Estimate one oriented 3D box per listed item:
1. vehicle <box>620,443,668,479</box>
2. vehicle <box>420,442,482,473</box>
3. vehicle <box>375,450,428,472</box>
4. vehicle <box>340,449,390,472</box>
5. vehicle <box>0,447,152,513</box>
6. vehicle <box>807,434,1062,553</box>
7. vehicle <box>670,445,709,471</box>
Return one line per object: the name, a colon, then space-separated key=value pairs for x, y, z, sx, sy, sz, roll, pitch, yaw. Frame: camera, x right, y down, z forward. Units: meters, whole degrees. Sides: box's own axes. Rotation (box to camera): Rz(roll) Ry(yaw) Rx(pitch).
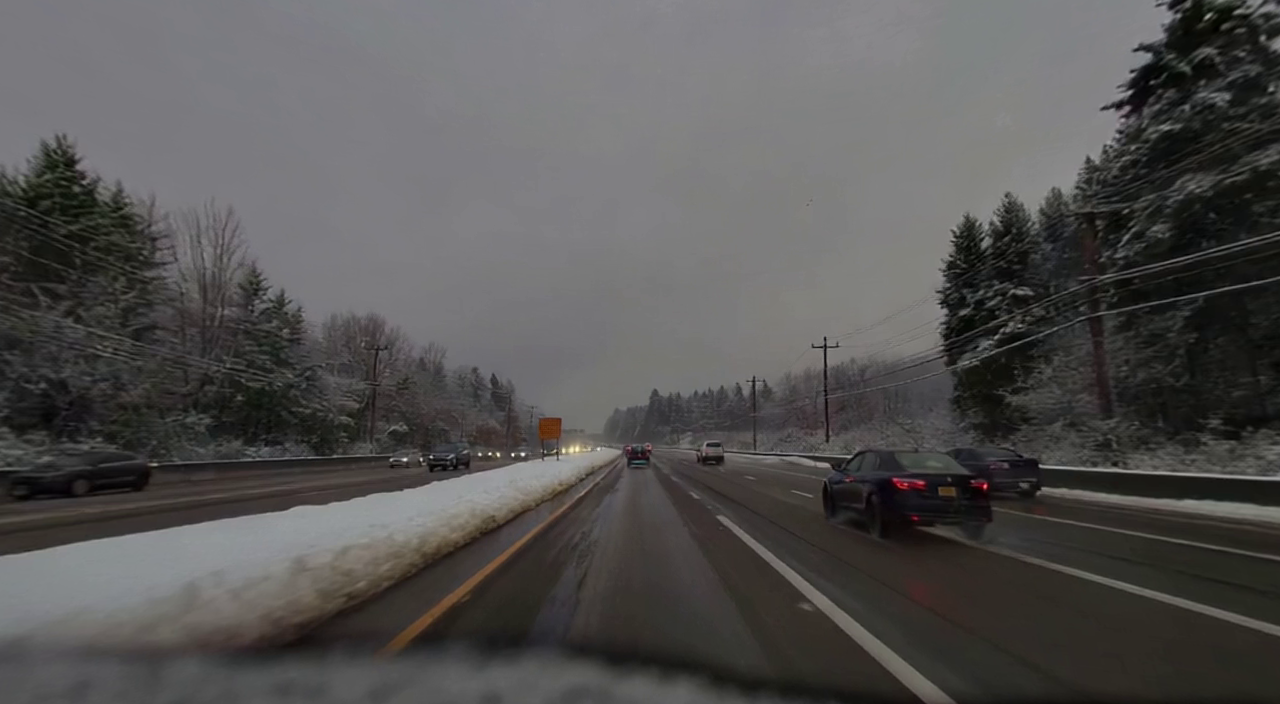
vehicle: x=0.103 y=4.842 z=28.366 sx=1.993 sy=1.506 sz=3.883 roll=0 pitch=-8 yaw=-2
vehicle: x=-10.799 y=6.055 z=36.472 sx=2.042 sy=1.697 sz=4.552 roll=0 pitch=-8 yaw=1
vehicle: x=-17.205 y=7.865 z=45.824 sx=2.010 sy=1.490 sz=4.503 roll=0 pitch=-9 yaw=1
vehicle: x=-21.214 y=8.367 z=48.944 sx=1.916 sy=1.632 sz=4.245 roll=0 pitch=-9 yaw=1
vehicle: x=-17.658 y=3.712 z=18.993 sx=2.059 sy=1.699 sz=4.812 roll=0 pitch=-9 yaw=1
vehicle: x=4.442 y=2.187 z=10.569 sx=2.069 sy=1.520 sz=4.614 roll=0 pitch=-8 yaw=0
vehicle: x=2.947 y=6.423 z=38.449 sx=1.981 sy=1.480 sz=4.316 roll=0 pitch=-8 yaw=-1
